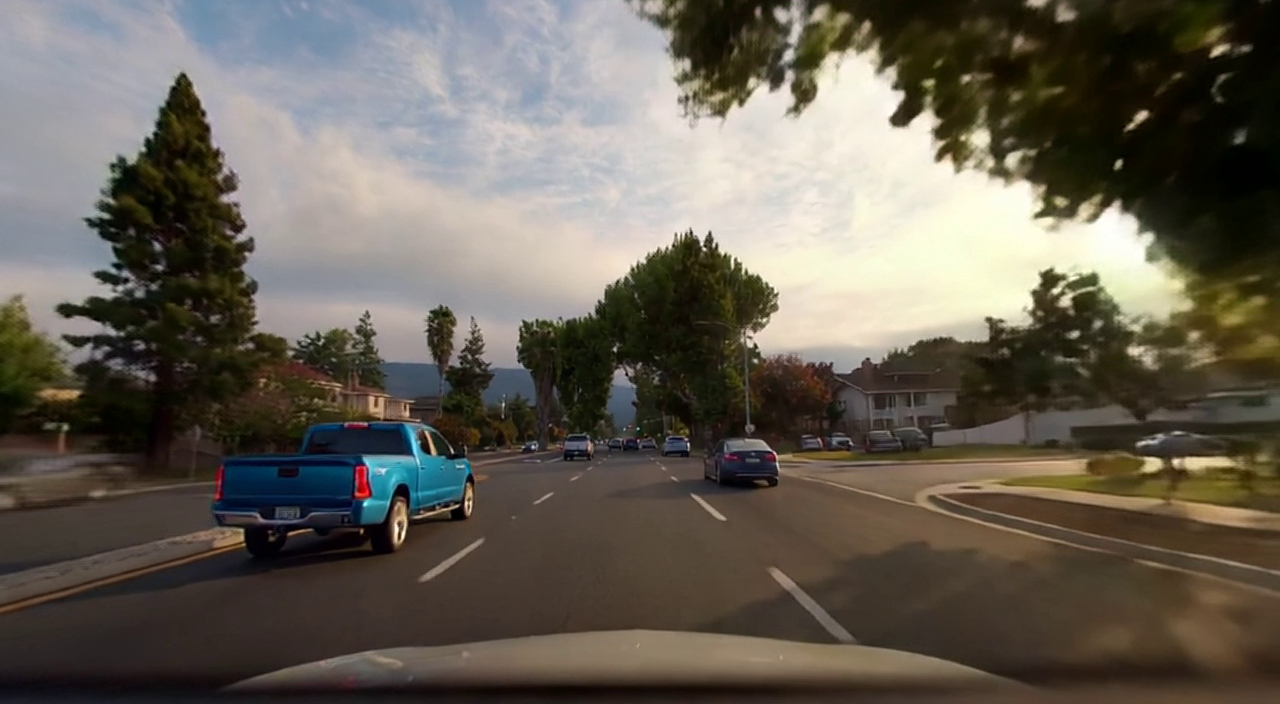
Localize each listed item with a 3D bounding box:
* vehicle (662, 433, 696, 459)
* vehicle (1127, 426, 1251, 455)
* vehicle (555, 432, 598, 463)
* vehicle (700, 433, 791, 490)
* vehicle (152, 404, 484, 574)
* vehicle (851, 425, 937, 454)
[{"bbox_3d":[2.954,7.216,48.705,2.099,1.845,4.363,0,-8,-2],"label":"vehicle"},{"bbox_3d":[29.194,4.707,33.708,4.779,1.462,1.929,-1,-8,0],"label":"vehicle"},{"bbox_3d":[-3.970,6.050,40.163,2.218,1.829,4.492,-1,-8,1],"label":"vehicle"},{"bbox_3d":[2.980,3.176,18.805,1.884,1.463,4.195,0,-8,-2],"label":"vehicle"},{"bbox_3d":[-4.032,1.785,9.307,2.111,1.745,5.274,-1,-8,0],"label":"vehicle"},{"bbox_3d":[16.961,5.858,42.374,1.991,1.806,4.902,6,-10,-39],"label":"vehicle"}]
